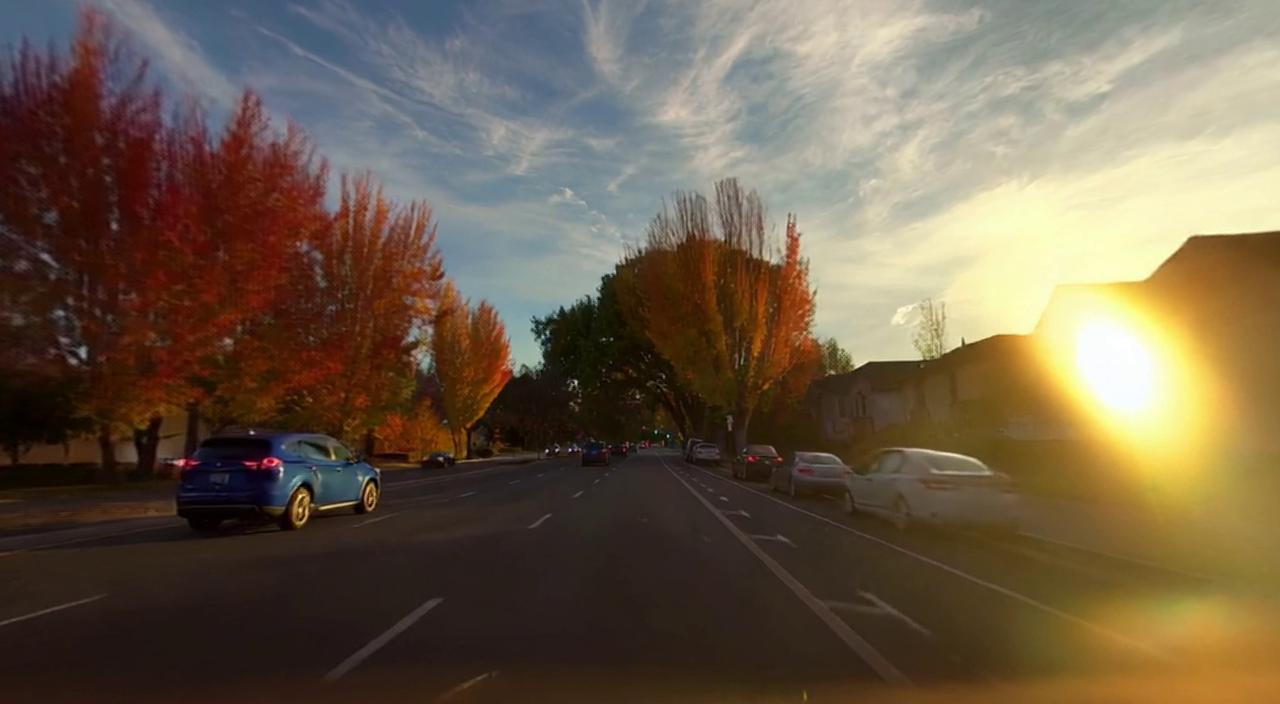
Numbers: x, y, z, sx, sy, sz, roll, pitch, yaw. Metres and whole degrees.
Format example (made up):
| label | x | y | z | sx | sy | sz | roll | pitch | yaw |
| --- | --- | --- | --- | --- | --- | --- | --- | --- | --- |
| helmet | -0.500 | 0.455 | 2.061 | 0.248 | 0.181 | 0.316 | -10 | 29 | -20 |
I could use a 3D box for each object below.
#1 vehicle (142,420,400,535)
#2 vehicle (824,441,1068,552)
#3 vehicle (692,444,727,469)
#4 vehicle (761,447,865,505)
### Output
| label | x | y | z | sx | sy | sz | roll | pitch | yaw |
| --- | --- | --- | --- | --- | --- | --- | --- | --- | --- |
| vehicle | -6.484 | 2.247 | 11.869 | 2.034 | 1.711 | 4.512 | 0 | -9 | 1 |
| vehicle | 4.906 | 2.351 | 11.068 | 1.952 | 1.505 | 4.713 | 0 | -9 | 0 |
| vehicle | 4.957 | 7.515 | 45.348 | 1.950 | 1.668 | 4.414 | 1 | -9 | -1 |
| vehicle | 4.887 | 3.536 | 18.439 | 1.824 | 1.453 | 4.374 | 0 | -9 | 0 |
